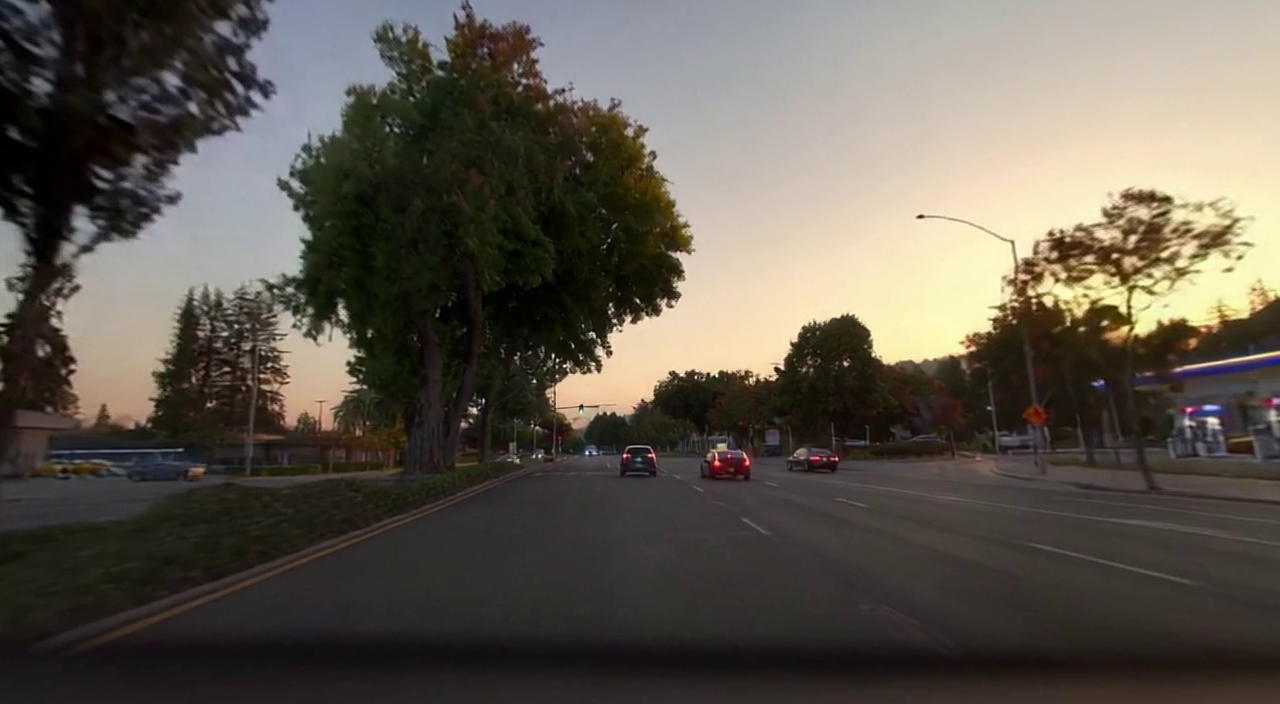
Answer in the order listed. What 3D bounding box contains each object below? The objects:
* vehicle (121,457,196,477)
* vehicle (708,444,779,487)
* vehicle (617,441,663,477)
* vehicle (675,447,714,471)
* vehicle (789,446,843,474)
[{"bbox_3d":[-37.834,9.061,49.337,4.428,1.450,1.810,0,-8,1],"label":"vehicle"},{"bbox_3d":[3.936,4.388,24.707,1.980,1.515,4.362,0,-9,-1],"label":"vehicle"},{"bbox_3d":[-0.009,5.466,32.261,2.172,1.694,4.055,0,-9,0],"label":"vehicle"},{"bbox_3d":[3.551,7.065,41.813,2.114,1.473,4.495,0,-9,-1],"label":"vehicle"},{"bbox_3d":[10.186,6.264,36.701,1.906,1.488,4.251,0,-9,0],"label":"vehicle"}]
